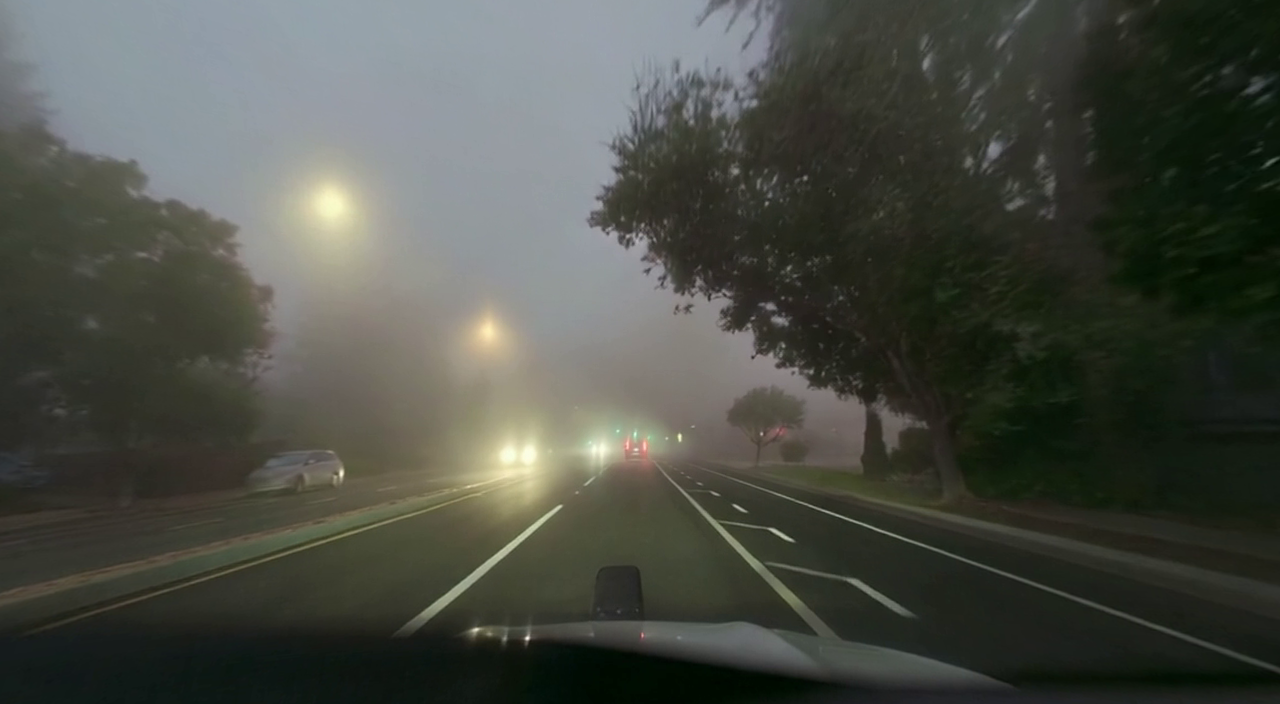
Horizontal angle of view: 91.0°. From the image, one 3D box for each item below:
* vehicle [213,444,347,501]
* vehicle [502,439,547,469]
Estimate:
[{"bbox_3d":[-12.329,4.105,21.984,2.098,1.740,4.449,0,-8,-1],"label":"vehicle"},{"bbox_3d":[-7.257,6.456,39.968,2.082,1.789,4.387,0,-8,0],"label":"vehicle"}]
